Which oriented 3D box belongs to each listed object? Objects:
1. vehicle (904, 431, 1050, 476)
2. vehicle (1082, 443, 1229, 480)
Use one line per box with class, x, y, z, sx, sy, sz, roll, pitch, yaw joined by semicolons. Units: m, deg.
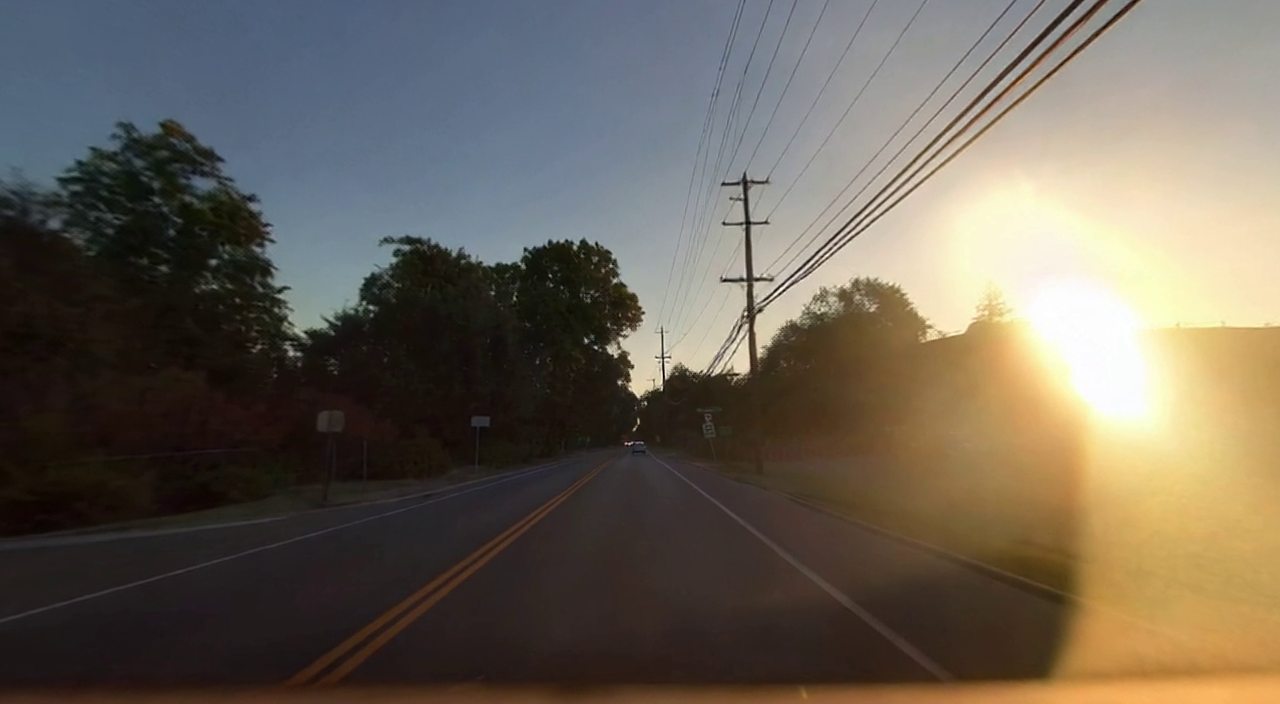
vehicle;15.914;4.832;30.037;5.494;2.011;2.421;-1;-9;5
vehicle;21.801;4.630;26.794;4.438;1.499;1.909;-1;-9;3
